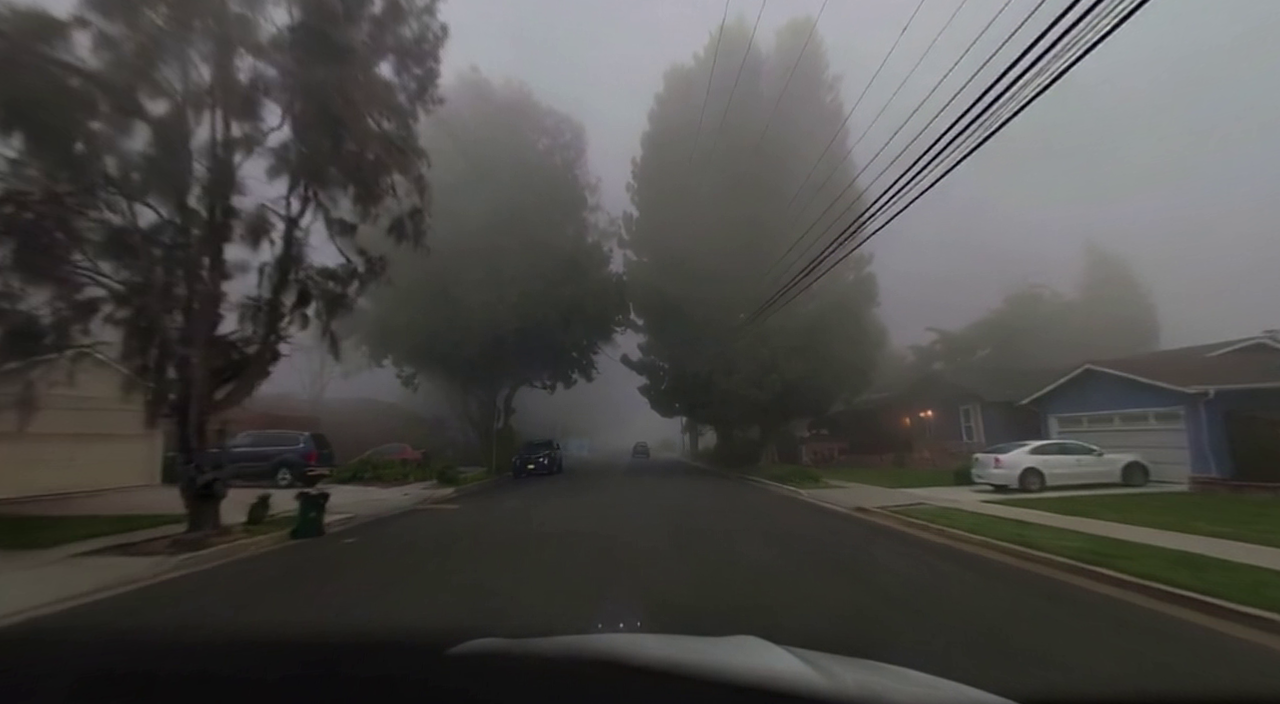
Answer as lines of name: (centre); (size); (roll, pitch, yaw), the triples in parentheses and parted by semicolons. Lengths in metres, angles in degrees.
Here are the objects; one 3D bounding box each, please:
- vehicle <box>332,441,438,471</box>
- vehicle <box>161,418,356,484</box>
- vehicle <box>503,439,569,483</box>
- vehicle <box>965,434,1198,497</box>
vehicle: (-12.554, 5.147, 31.389); (4.526, 1.449, 1.869); (1, -9, -9)
vehicle: (-12.490, 3.277, 20.993); (4.962, 1.866, 2.075); (3, -9, -3)
vehicle: (-4.636, 4.890, 28.814); (2.207, 1.669, 4.363); (-3, -7, 0)
vehicle: (11.803, 3.052, 17.188); (4.700, 1.441, 2.167); (-1, -8, -2)
